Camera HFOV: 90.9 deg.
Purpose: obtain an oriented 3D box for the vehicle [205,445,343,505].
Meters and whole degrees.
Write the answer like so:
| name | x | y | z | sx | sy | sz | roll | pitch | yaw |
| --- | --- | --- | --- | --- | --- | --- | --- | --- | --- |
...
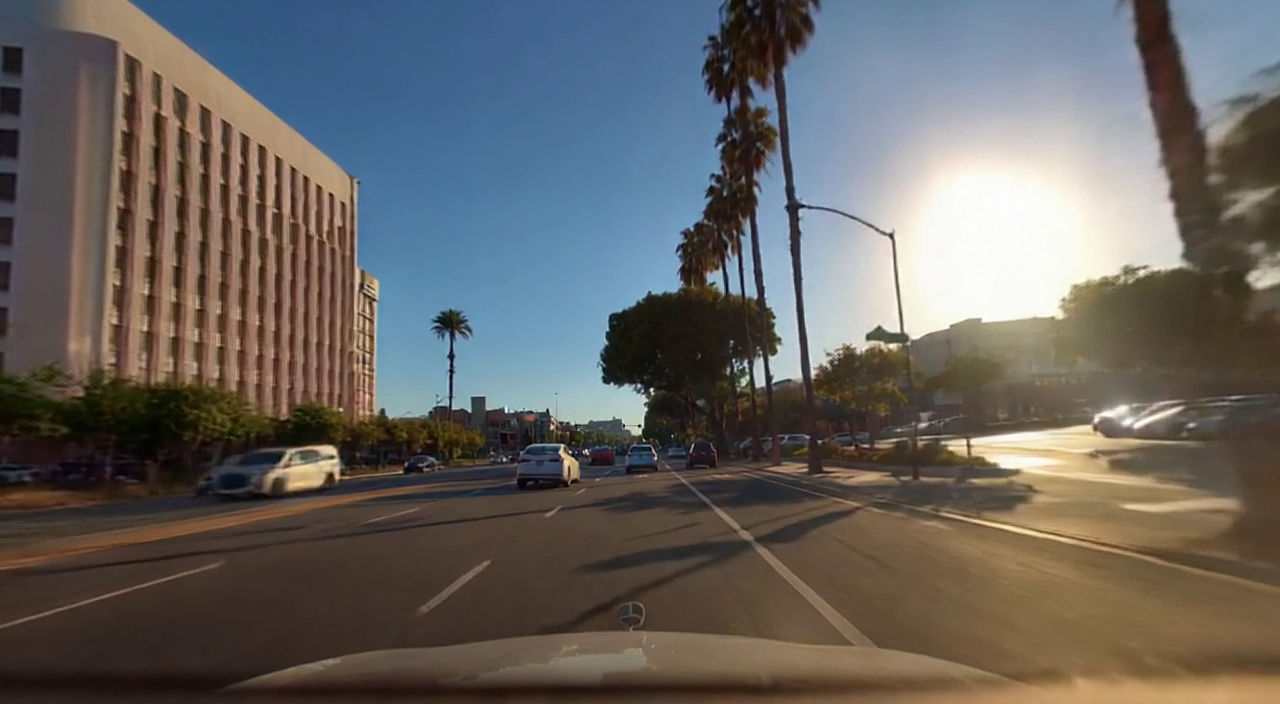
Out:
| name | x | y | z | sx | sy | sz | roll | pitch | yaw |
| --- | --- | --- | --- | --- | --- | --- | --- | --- | --- |
| vehicle | -11.630 | 3.882 | 20.431 | 1.886 | 1.706 | 4.209 | 0 | -8 | 1 |

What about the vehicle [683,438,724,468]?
| name | x | y | z | sx | sy | sz | roll | pitch | yaw |
| --- | --- | --- | --- | --- | --- | --- | --- | --- | --- |
| vehicle | 4.012 | 6.507 | 40.715 | 2.108 | 1.785 | 4.334 | 0 | -8 | -1 |

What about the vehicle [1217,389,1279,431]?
| name | x | y | z | sx | sy | sz | roll | pitch | yaw |
| --- | --- | --- | --- | --- | --- | --- | --- | --- | --- |
| vehicle | 24.277 | 2.315 | 24.508 | 1.815 | 1.441 | 3.985 | -6 | -10 | 30 |

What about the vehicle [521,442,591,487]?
| name | x | y | z | sx | sy | sz | roll | pitch | yaw |
| --- | --- | --- | --- | --- | --- | --- | --- | --- | --- |
| vehicle | -3.000 | 4.133 | 23.516 | 1.908 | 1.505 | 4.369 | -1 | -8 | 2 |

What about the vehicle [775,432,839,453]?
| name | x | y | z | sx | sy | sz | roll | pitch | yaw |
| --- | --- | --- | --- | --- | --- | --- | --- | --- | --- |
| vehicle | 12.910 | 6.974 | 48.698 | 4.749 | 1.457 | 1.806 | 3 | -11 | -28 |

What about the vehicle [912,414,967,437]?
| name | x | y | z | sx | sy | sz | roll | pitch | yaw |
| --- | --- | --- | --- | --- | --- | --- | --- | --- | --- |
| vehicle | 23.715 | 5.883 | 49.901 | 4.448 | 1.701 | 1.954 | 6 | -10 | -36 |

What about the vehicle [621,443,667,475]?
| name | x | y | z | sx | sy | sz | roll | pitch | yaw |
| --- | --- | --- | --- | --- | --- | --- | --- | --- | --- |
| vehicle | 0.192 | 5.375 | 31.988 | 2.147 | 1.507 | 3.953 | 0 | -8 | 0 |

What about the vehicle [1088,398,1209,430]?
| name | x | y | z | sx | sy | sz | roll | pitch | yaw |
| --- | --- | --- | --- | --- | --- | --- | --- | --- | --- |
| vehicle | 27.738 | 3.458 | 34.554 | 1.663 | 1.499 | 4.774 | 5 | -10 | -31 |
